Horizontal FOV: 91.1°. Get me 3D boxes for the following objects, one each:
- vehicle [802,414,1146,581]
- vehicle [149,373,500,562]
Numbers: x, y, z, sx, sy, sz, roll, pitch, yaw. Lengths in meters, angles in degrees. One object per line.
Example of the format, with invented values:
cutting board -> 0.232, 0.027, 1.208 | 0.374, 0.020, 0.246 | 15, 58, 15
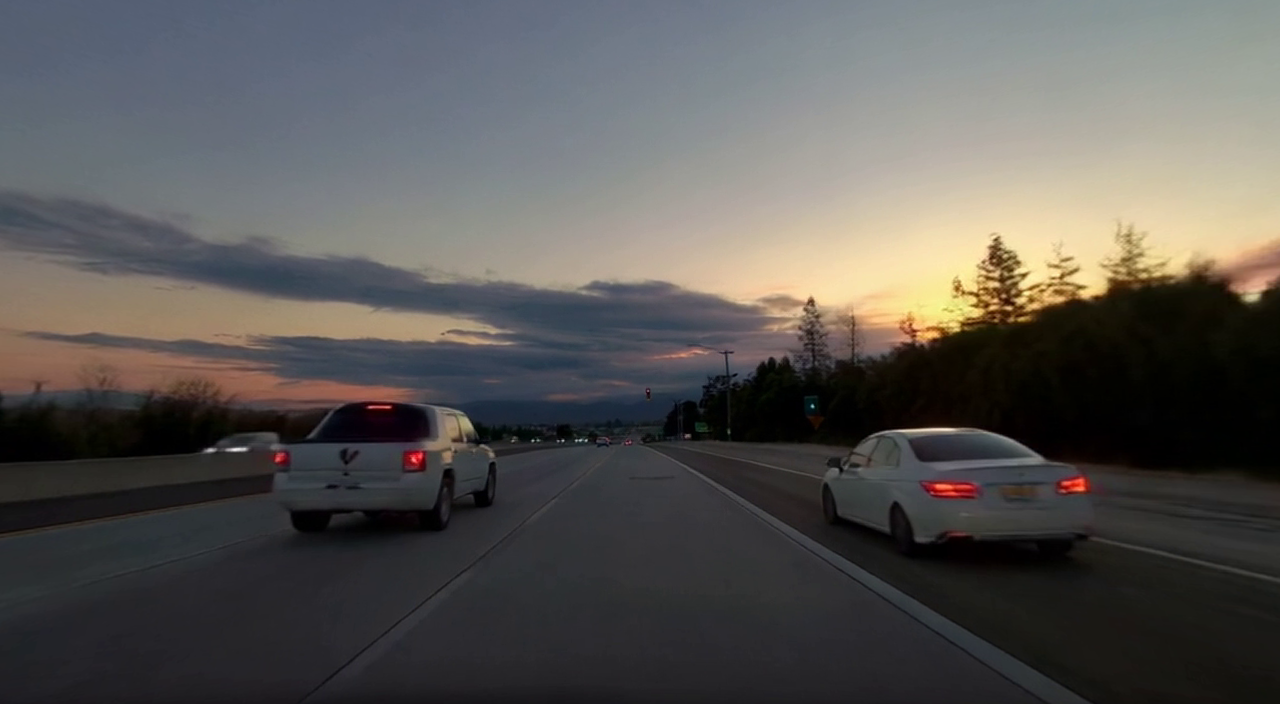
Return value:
vehicle -> 3.553, 1.593, 7.851 | 1.817, 1.465, 4.415 | 0, -8, -1
vehicle -> -3.609, 1.463, 8.818 | 2.106, 1.779, 5.610 | 0, -8, -1
